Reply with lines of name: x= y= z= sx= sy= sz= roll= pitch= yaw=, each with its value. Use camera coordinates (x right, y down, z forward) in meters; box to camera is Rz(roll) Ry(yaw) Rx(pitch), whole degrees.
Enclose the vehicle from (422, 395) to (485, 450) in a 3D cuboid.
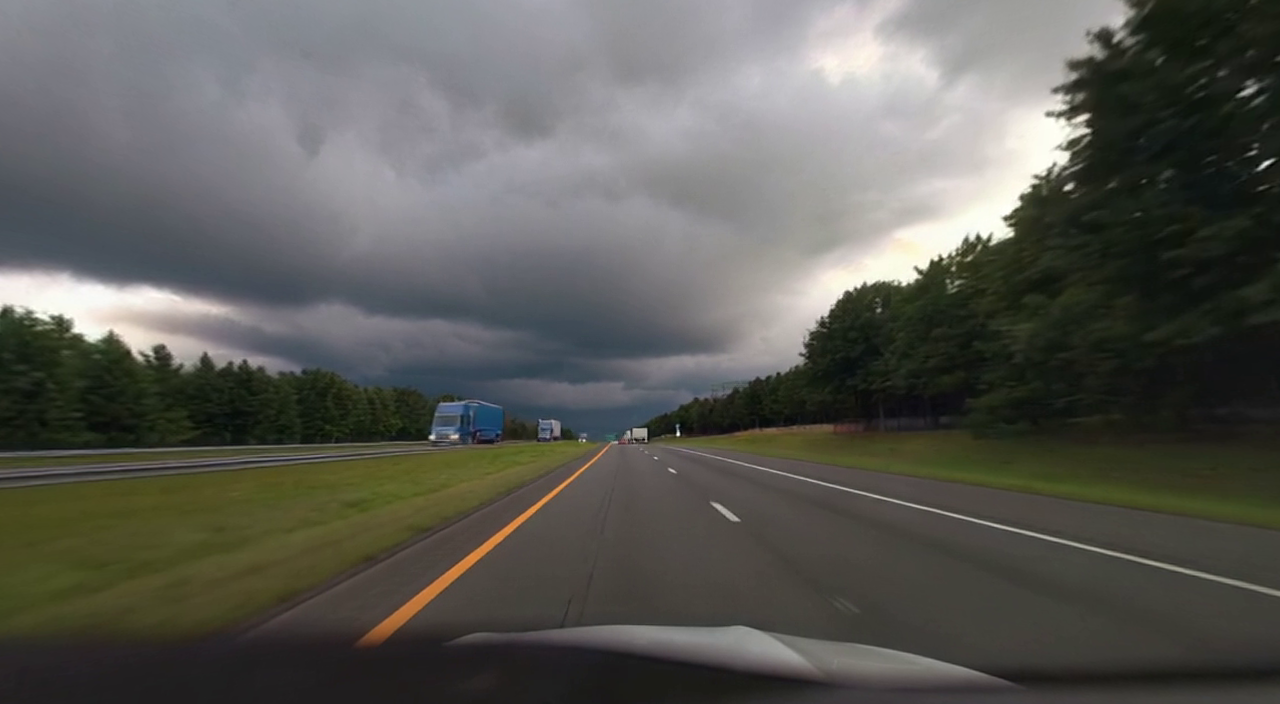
vehicle: x=-13.975 y=5.393 z=47.786 sx=3.008 sy=3.852 sz=6.229 roll=0 pitch=-8 yaw=-3
